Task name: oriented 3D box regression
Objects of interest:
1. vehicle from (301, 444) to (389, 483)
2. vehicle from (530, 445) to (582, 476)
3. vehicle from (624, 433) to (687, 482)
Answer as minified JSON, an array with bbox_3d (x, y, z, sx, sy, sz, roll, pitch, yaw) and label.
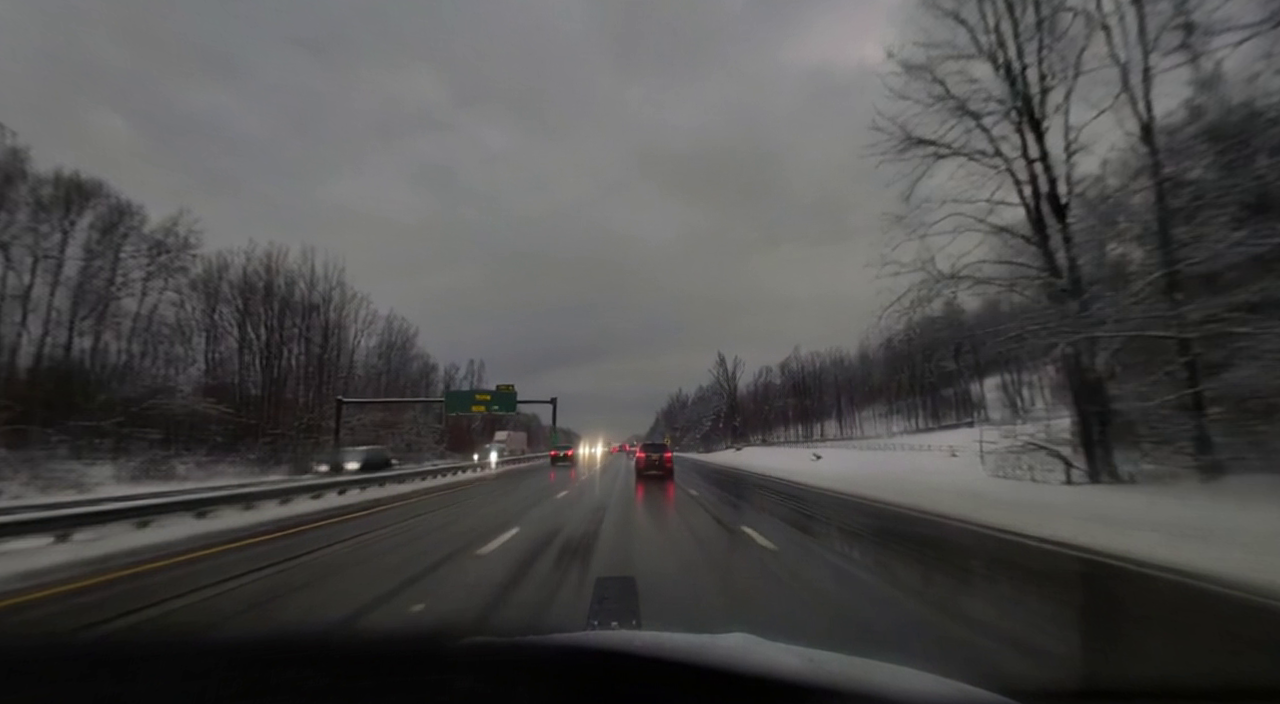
[{"bbox_3d":[-13.528,5.112,29.034,1.979,1.647,4.207,0,-9,0],"label":"vehicle"},{"bbox_3d":[-4.059,5.294,30.857,2.037,1.418,3.793,0,-9,0],"label":"vehicle"},{"bbox_3d":[0.515,4.168,24.935,2.250,1.718,4.358,0,-9,-1],"label":"vehicle"}]
